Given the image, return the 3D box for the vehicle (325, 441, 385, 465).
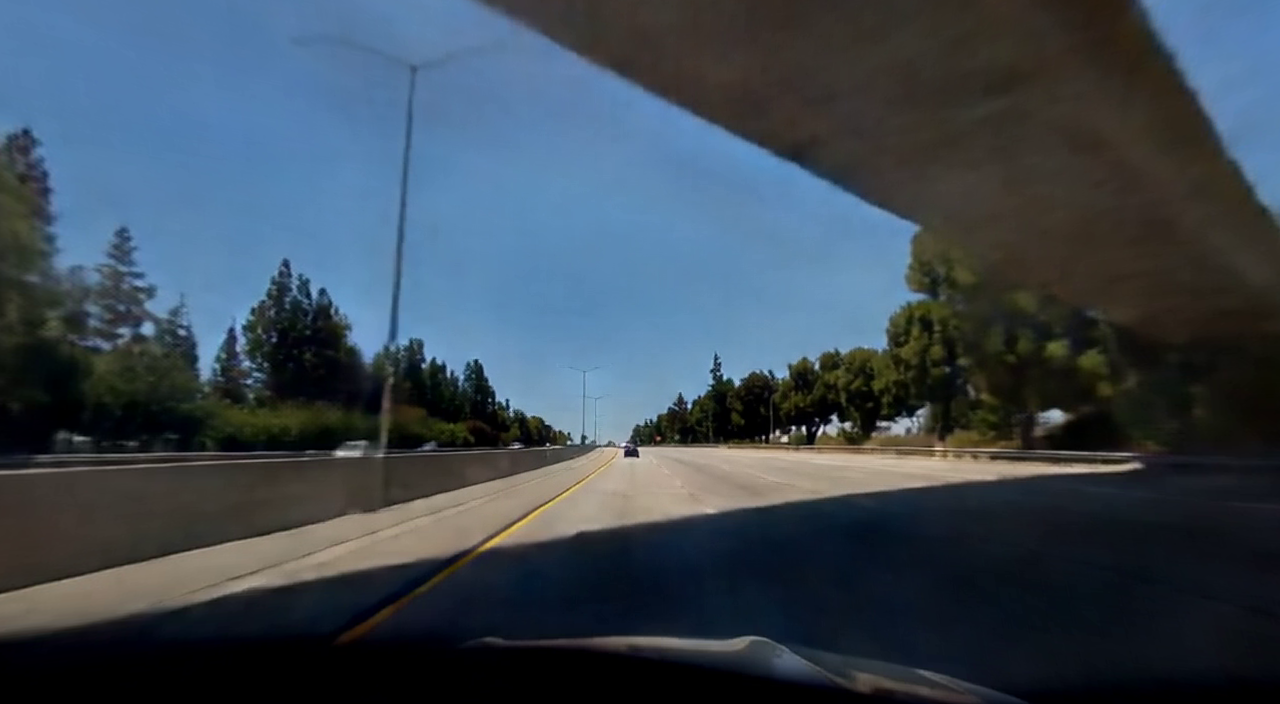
[{"bbox_3d":[-18.560,6.583,41.290,1.819,1.451,4.533,0,-8,0],"label":"vehicle"}]
